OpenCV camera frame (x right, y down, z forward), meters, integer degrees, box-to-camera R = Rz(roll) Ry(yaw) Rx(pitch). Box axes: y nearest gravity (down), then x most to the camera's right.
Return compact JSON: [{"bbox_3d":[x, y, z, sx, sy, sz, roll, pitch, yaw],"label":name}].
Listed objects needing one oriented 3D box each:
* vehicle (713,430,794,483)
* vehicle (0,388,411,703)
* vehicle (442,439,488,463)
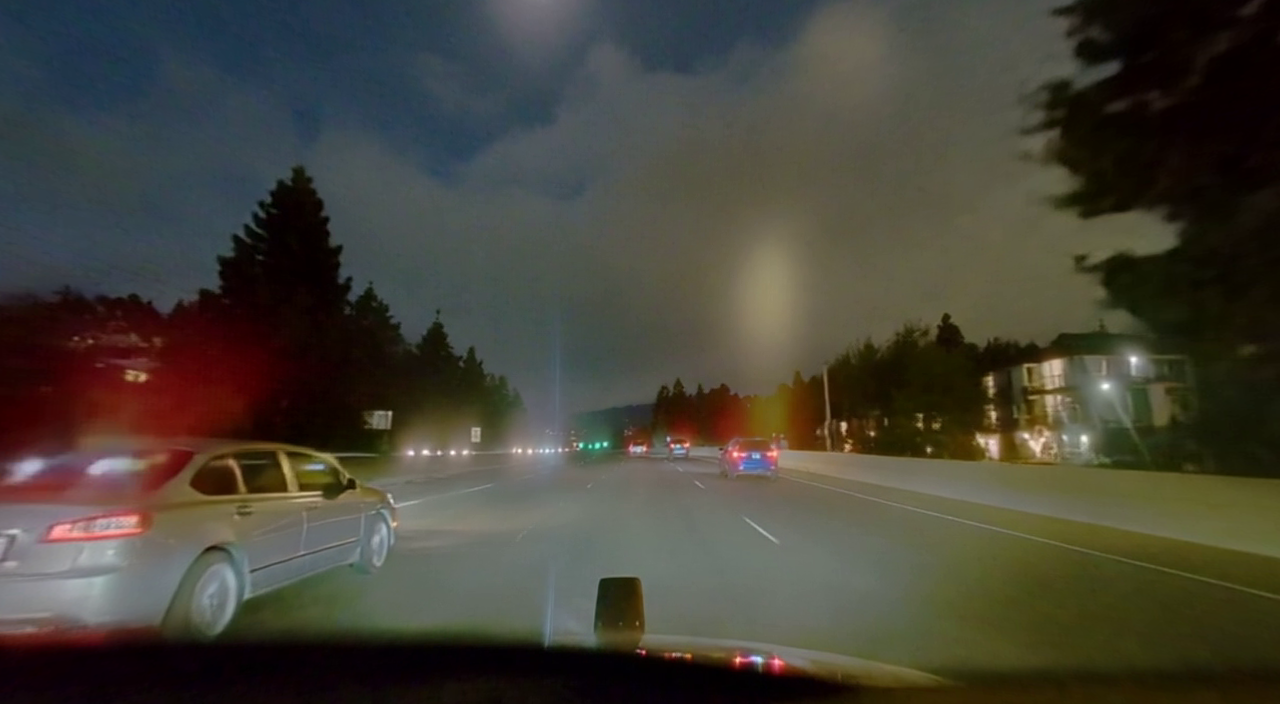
[{"bbox_3d":[3.937,3.723,22.620,2.092,1.686,4.188,0,-9,-1],"label":"vehicle"},{"bbox_3d":[-3.585,1.233,4.691,2.036,1.528,4.400,0,-9,1],"label":"vehicle"},{"bbox_3d":[-11.555,6.541,41.801,1.874,1.499,3.788,0,-9,0],"label":"vehicle"}]
